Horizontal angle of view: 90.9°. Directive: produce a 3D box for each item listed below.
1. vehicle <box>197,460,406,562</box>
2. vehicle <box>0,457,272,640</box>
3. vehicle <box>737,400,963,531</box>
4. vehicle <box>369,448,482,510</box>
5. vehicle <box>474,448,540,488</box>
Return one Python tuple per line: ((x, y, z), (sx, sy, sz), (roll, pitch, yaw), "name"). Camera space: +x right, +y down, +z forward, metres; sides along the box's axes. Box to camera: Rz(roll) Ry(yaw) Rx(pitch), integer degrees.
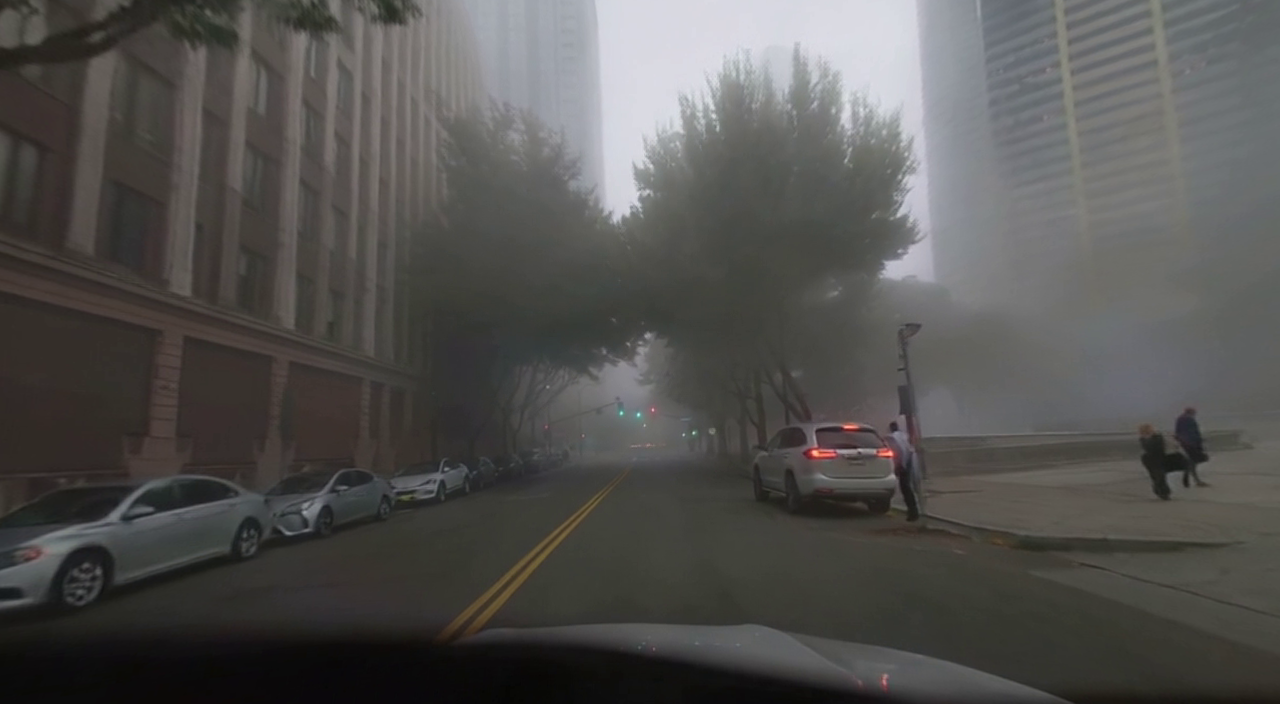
((-6.841, 3.187, 13.473), (1.889, 1.451, 5.013), (-5, -8, -2), "vehicle")
((-6.905, 2.239, 7.905), (1.944, 1.574, 4.717), (-5, -8, -2), "vehicle")
((4.049, 2.375, 13.797), (2.568, 2.001, 5.999), (-5, -8, -2), "vehicle")
((-6.621, 3.919, 20.054), (2.110, 1.498, 4.555), (-5, -8, -2), "vehicle")
((-6.329, 5.527, 30.565), (2.270, 1.539, 4.855), (-5, -8, -2), "vehicle")
